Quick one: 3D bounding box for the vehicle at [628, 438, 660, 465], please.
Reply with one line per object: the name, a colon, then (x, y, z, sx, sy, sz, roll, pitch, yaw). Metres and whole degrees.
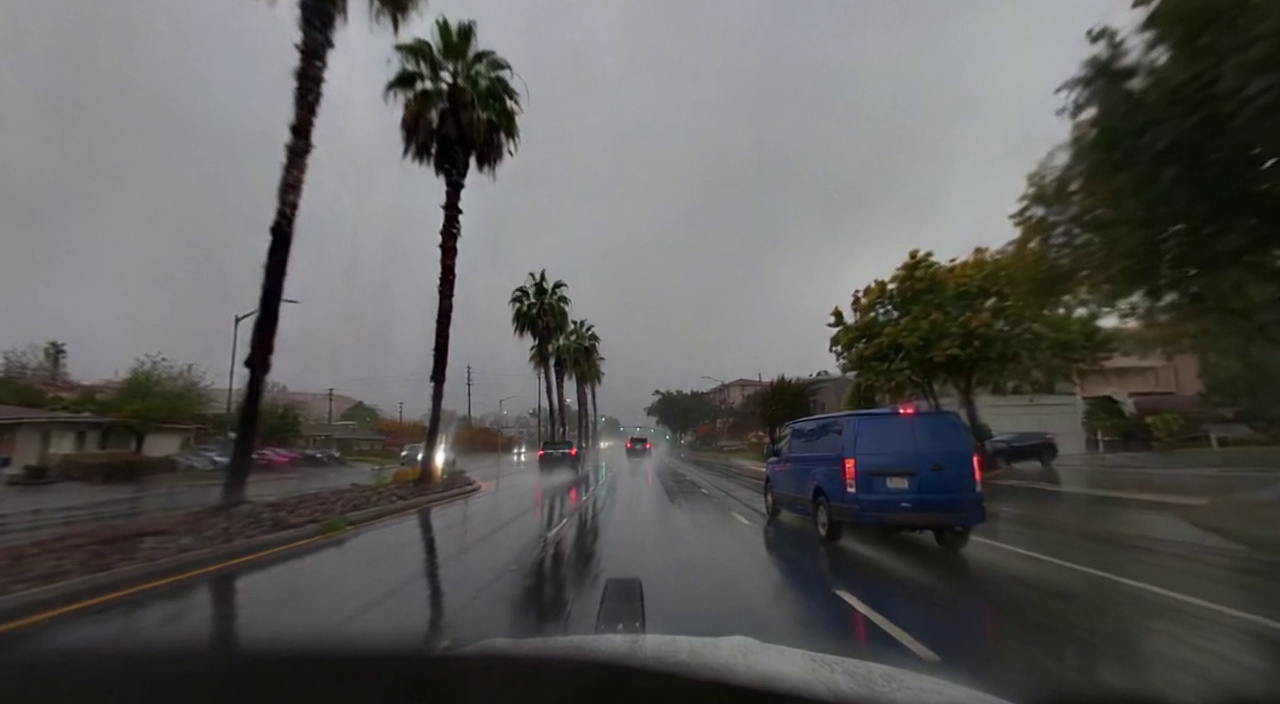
vehicle: (0.275, 7.085, 45.092, 2.191, 1.761, 3.857, 0, -8, 0)

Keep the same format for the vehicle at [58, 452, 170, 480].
vehicle: (-28.540, 6.181, 34.367, 4.371, 1.393, 1.867, 0, -8, -1)

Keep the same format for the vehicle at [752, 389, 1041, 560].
vehicle: (3.334, 1.734, 9.610, 2.234, 1.912, 4.847, 0, -8, -1)

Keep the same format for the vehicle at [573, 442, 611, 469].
vehicle: (-2.756, 6.076, 37.194, 1.869, 1.454, 4.142, 0, -8, 0)

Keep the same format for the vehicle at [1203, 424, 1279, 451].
vehicle: (45.959, 6.476, 47.682, 4.658, 1.924, 1.898, -5, -10, 30)

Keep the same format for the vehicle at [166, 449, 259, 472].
vehicle: (-29.343, 7.463, 43.472, 4.876, 1.487, 1.993, 1, -8, -4)

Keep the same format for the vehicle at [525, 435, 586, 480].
vehicle: (-3.445, 4.375, 26.500, 1.967, 1.703, 4.157, 0, -8, 1)
